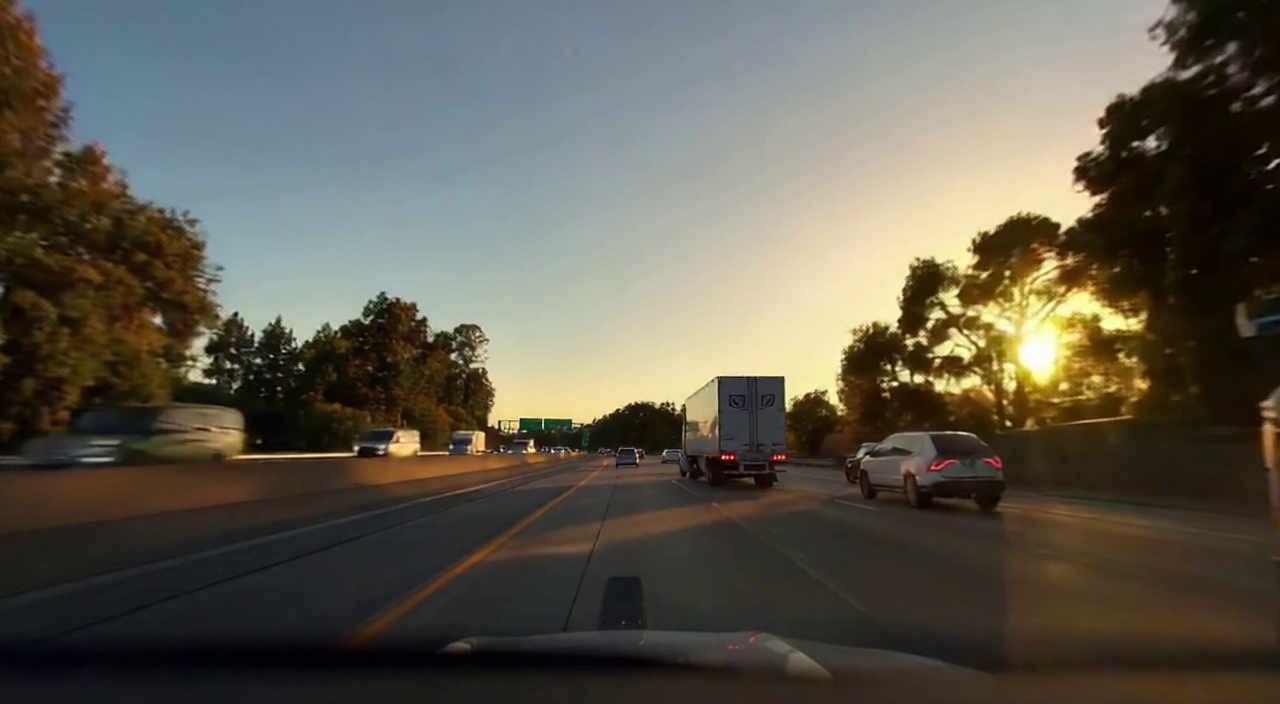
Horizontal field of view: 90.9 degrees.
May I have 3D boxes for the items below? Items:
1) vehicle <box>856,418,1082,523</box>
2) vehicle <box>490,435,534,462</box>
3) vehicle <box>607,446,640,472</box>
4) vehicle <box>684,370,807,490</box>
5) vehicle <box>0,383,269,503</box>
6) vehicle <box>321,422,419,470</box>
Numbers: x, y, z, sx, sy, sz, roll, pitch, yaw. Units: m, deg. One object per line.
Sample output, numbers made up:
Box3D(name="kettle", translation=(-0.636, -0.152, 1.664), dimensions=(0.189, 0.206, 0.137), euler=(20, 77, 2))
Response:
Box3D(name="vehicle", translation=(6.825, 2.534, 13.964), dimensions=(2.128, 1.872, 5.043), euler=(0, -9, -2))
Box3D(name="vehicle", translation=(-9.341, 7.103, 46.398), dimensions=(2.221, 1.825, 4.781), euler=(0, -9, -1))
Box3D(name="vehicle", translation=(-1.095, 7.035, 41.482), dimensions=(2.111, 1.599, 3.859), euler=(0, -9, -2))
Box3D(name="vehicle", translation=(4.000, 3.686, 28.140), dimensions=(2.890, 4.006, 14.039), euler=(0, -9, -1))
Box3D(name="vehicle", translation=(-8.712, 1.577, 10.814), dimensions=(2.011, 1.632, 4.371), euler=(0, -9, 0))
Box3D(name="vehicle", translation=(-12.204, 4.351, 29.025), dimensions=(2.154, 2.002, 5.366), euler=(0, -9, 0))
